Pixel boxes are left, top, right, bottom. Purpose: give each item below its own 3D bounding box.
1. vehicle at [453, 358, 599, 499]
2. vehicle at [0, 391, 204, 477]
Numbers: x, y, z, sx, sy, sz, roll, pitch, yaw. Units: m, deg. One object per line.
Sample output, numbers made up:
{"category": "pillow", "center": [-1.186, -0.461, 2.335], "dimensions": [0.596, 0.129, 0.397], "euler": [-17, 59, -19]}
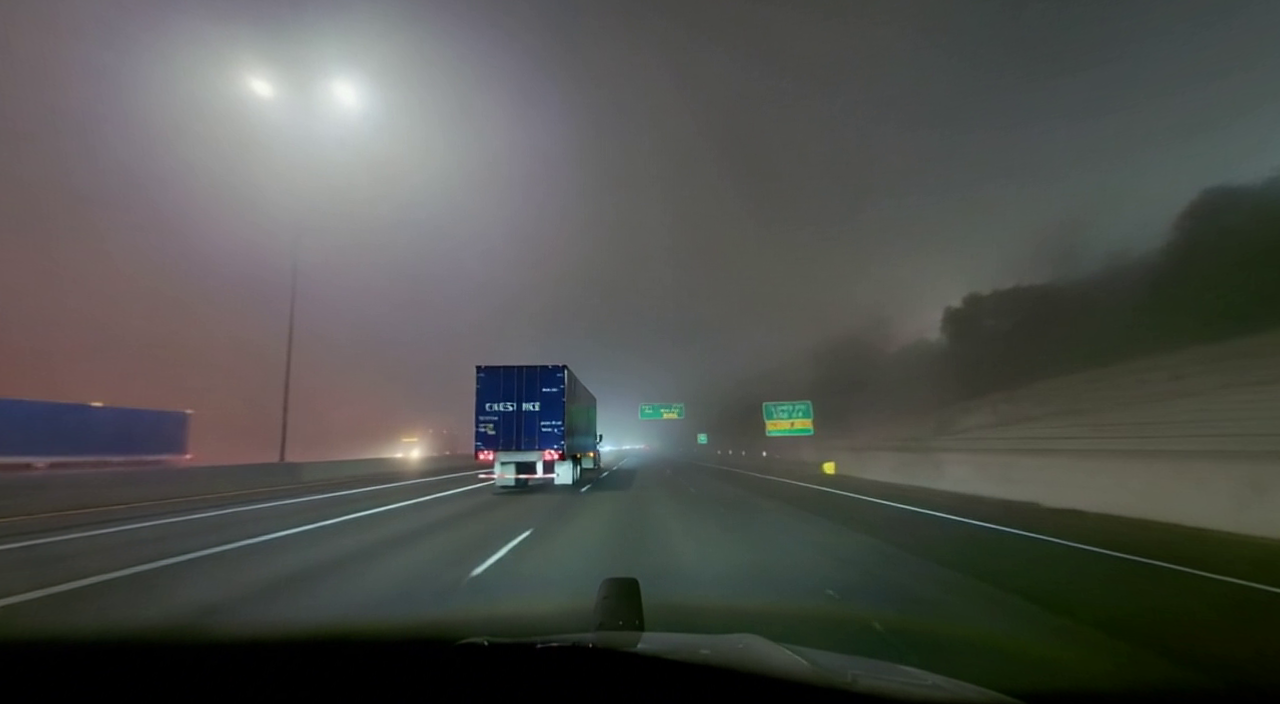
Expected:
{"category": "vehicle", "center": [-3.566, 2.964, 23.306], "dimensions": [3.059, 3.956, 11.036], "euler": [0, -9, 1]}
{"category": "vehicle", "center": [-31.610, 4.659, 34.853], "dimensions": [2.898, 4.019, 16.896], "euler": [0, -9, 0]}
